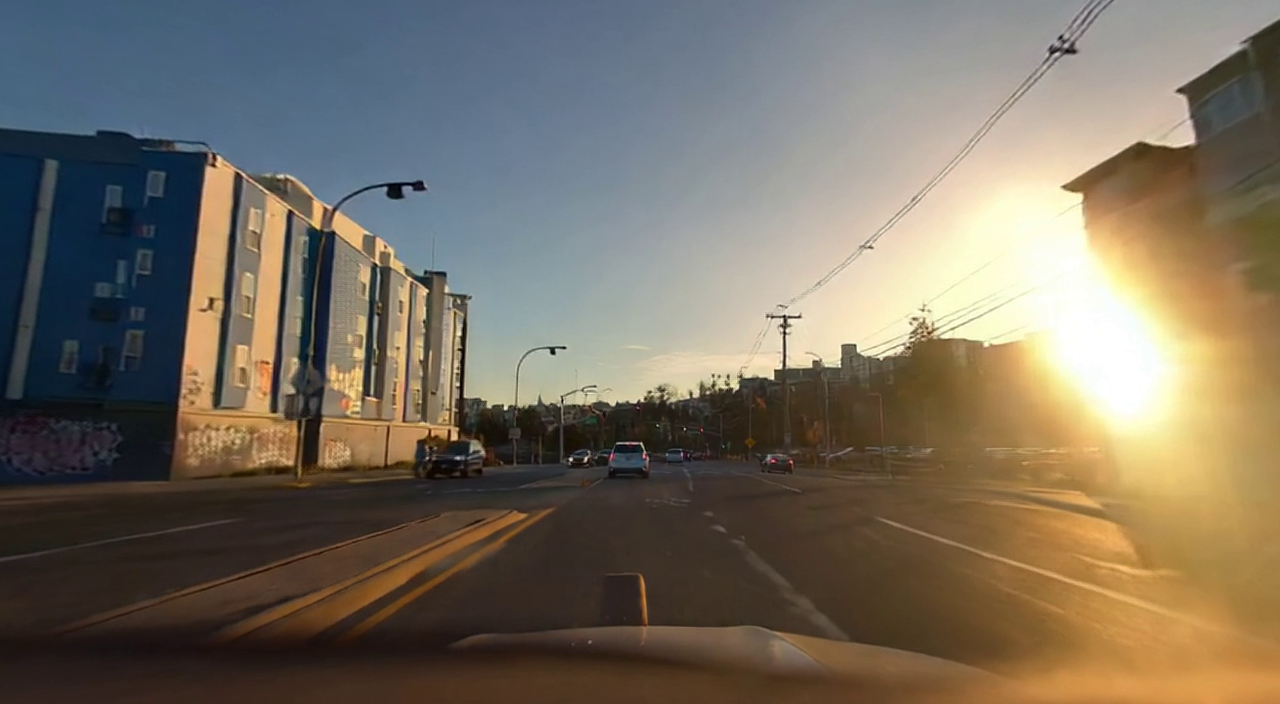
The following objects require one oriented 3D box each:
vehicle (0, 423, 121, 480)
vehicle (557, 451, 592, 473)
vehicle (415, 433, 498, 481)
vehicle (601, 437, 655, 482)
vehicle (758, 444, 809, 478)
[{"bbox_3d":[-39.185,6.471,41.211,7.491,3.562,2.925,1,-8,-5],"label":"vehicle"},{"bbox_3d":[-4.847,8.224,47.282,1.973,1.502,4.275,0,-9,3],"label":"vehicle"},{"bbox_3d":[-8.683,5.016,30.339,2.393,2.059,4.739,0,-9,2],"label":"vehicle"},{"bbox_3d":[-0.525,4.695,27.817,2.160,1.786,4.702,0,-9,-1],"label":"vehicle"},{"bbox_3d":[7.879,5.991,34.992,1.952,1.749,4.311,0,-9,2],"label":"vehicle"}]
